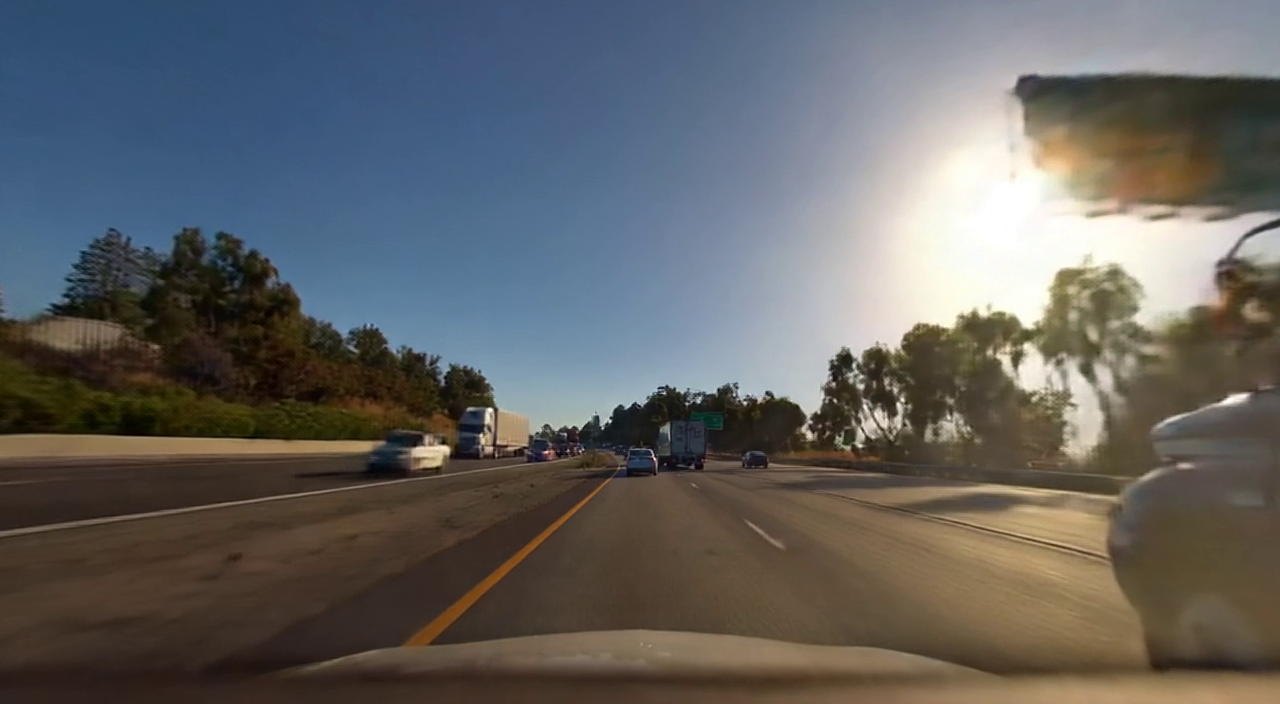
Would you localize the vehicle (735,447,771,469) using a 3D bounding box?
[{"bbox_3d":[8.820,8.301,49.520,1.902,1.652,3.995,0,-9,-3],"label":"vehicle"}]

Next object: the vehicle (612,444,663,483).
[{"bbox_3d":[-0.113,4.944,28.224,2.111,1.599,3.859,0,-9,-1],"label":"vehicle"}]

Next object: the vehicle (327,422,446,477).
[{"bbox_3d":[-8.021,3.166,20.463,1.948,1.580,4.373,0,-9,1],"label":"vehicle"}]

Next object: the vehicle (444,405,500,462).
[{"bbox_3d":[-12.058,5.958,45.609,3.011,3.951,3.378,0,-9,0],"label":"vehicle"}]

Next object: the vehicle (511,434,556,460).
[{"bbox_3d":[-8.051,7.289,48.213,2.382,1.802,5.288,0,-9,1],"label":"vehicle"}]
